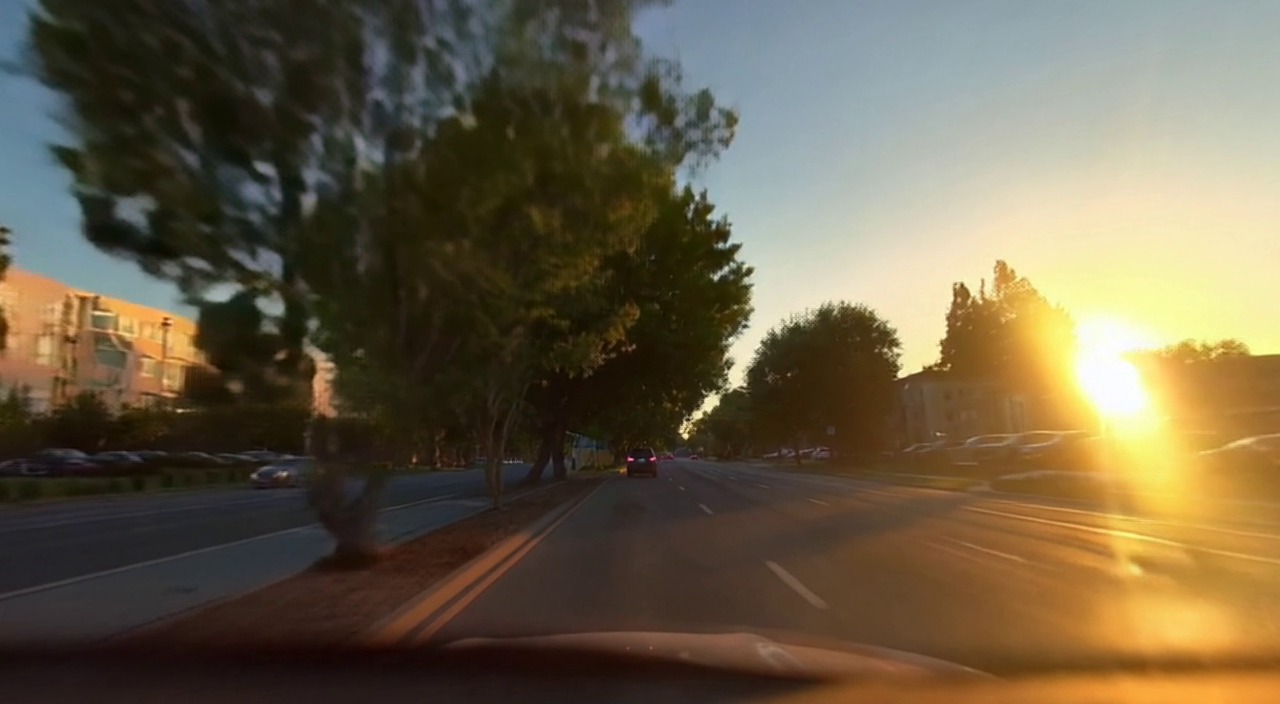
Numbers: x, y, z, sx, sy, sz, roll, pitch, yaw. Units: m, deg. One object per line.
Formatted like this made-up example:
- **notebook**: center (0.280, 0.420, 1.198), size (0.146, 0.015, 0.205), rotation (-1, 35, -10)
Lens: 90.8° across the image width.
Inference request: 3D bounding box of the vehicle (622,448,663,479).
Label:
- **vehicle**: center (0.169, 6.033, 34.536), size (2.093, 1.591, 4.247), rotation (0, -9, 1)

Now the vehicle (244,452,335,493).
- **vehicle**: center (-18.318, 6.272, 33.340), size (2.048, 1.955, 4.692), rotation (0, -9, 1)
